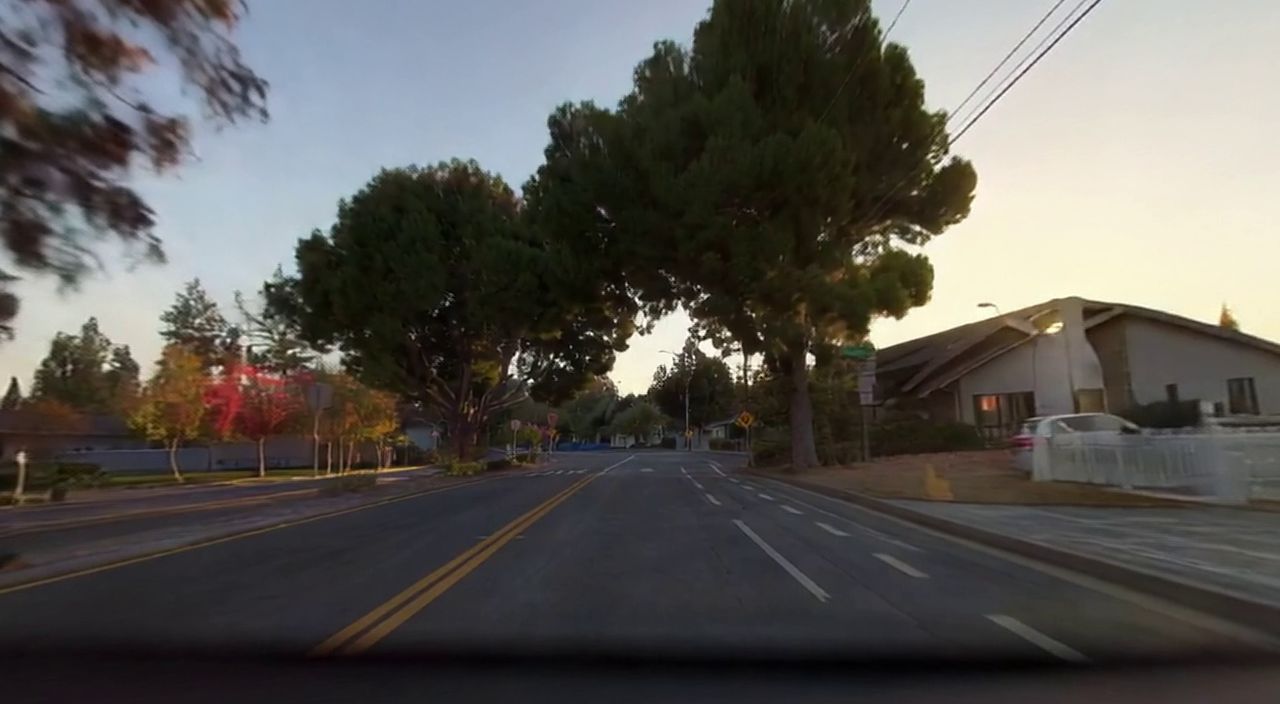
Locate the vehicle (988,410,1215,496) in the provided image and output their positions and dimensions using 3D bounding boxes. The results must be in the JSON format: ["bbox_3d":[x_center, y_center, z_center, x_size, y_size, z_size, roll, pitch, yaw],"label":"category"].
[{"bbox_3d":[10.467,2.345,14.864,1.938,1.695,4.296,0,-8,-2],"label":"vehicle"}]
